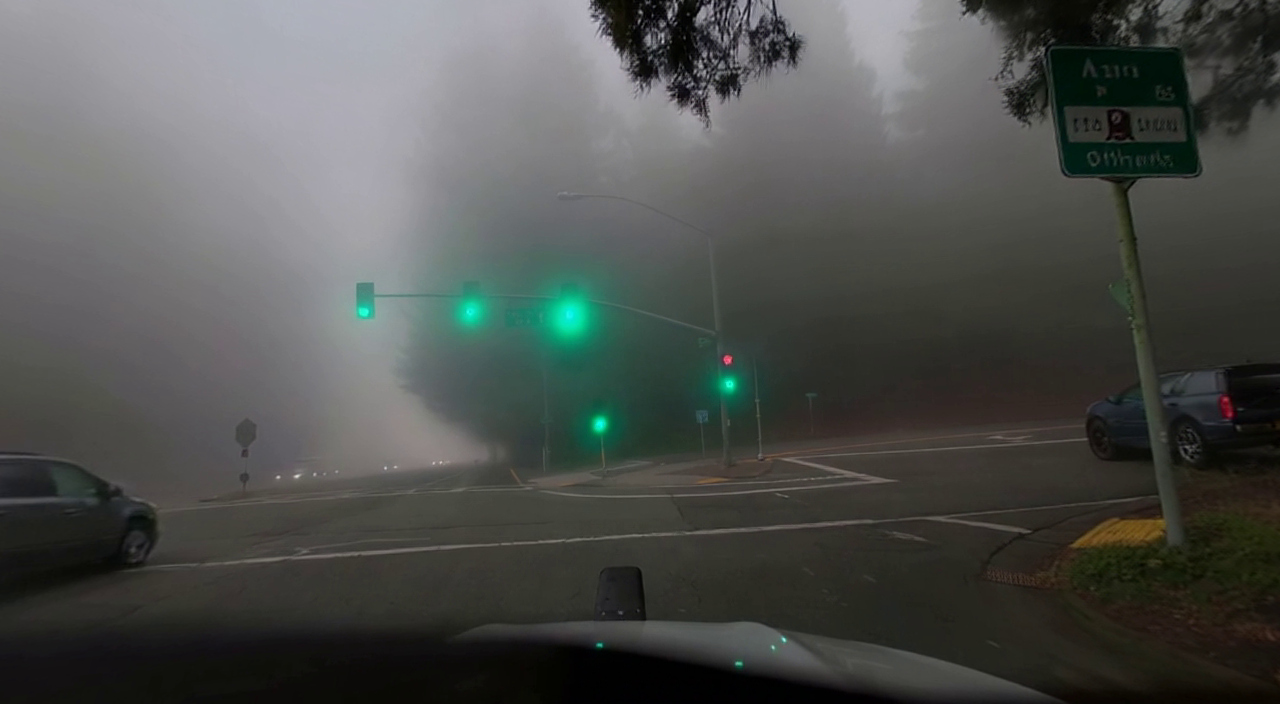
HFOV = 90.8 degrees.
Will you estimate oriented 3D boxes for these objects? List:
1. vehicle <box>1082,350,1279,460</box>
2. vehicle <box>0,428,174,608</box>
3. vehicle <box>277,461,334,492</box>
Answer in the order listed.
[{"bbox_3d":[10.638,1.106,11.800,1.855,1.669,4.529,-2,-9,6],"label":"vehicle"},{"bbox_3d":[-7.389,1.776,6.716,2.062,1.740,4.198,-3,-8,-7],"label":"vehicle"},{"bbox_3d":[-20.506,7.595,38.888,1.986,1.492,4.332,-3,-8,-13],"label":"vehicle"}]
